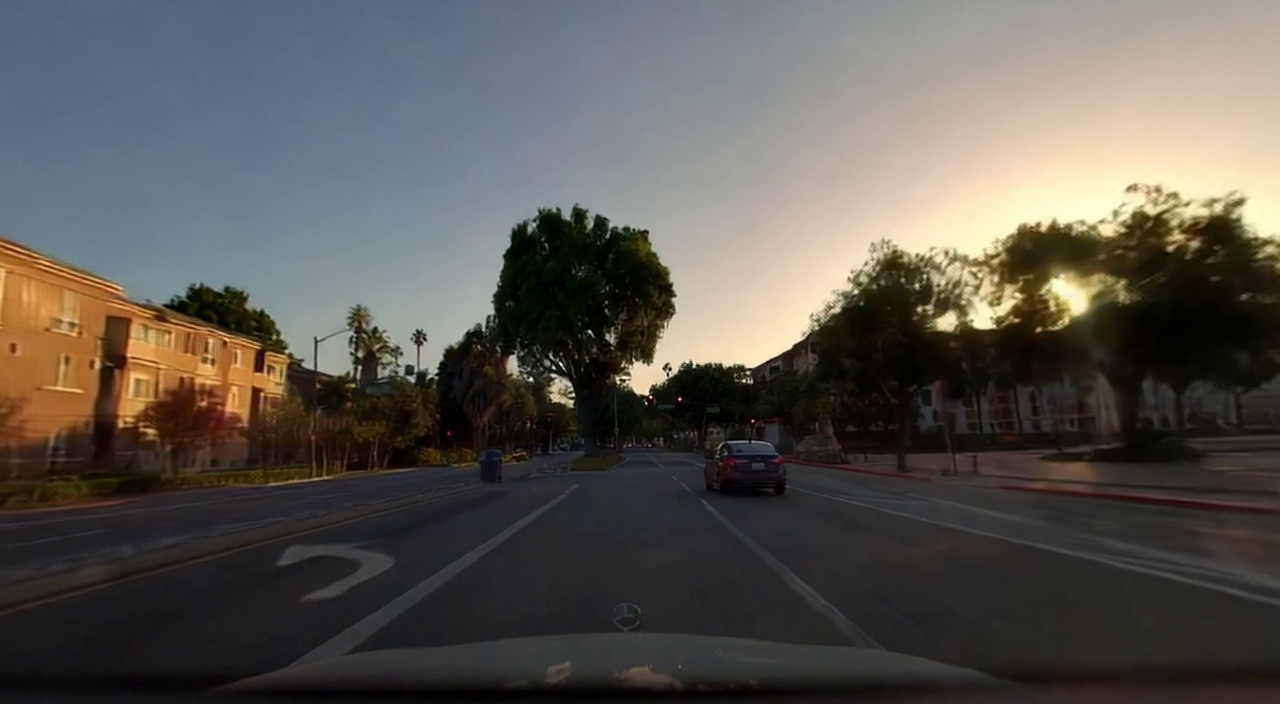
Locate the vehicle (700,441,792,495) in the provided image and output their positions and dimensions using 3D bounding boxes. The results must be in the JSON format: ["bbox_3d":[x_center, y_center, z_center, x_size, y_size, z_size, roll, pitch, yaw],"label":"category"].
[{"bbox_3d":[3.070,3.465,19.269,1.964,1.448,4.295,0,-8,-1],"label":"vehicle"}]
